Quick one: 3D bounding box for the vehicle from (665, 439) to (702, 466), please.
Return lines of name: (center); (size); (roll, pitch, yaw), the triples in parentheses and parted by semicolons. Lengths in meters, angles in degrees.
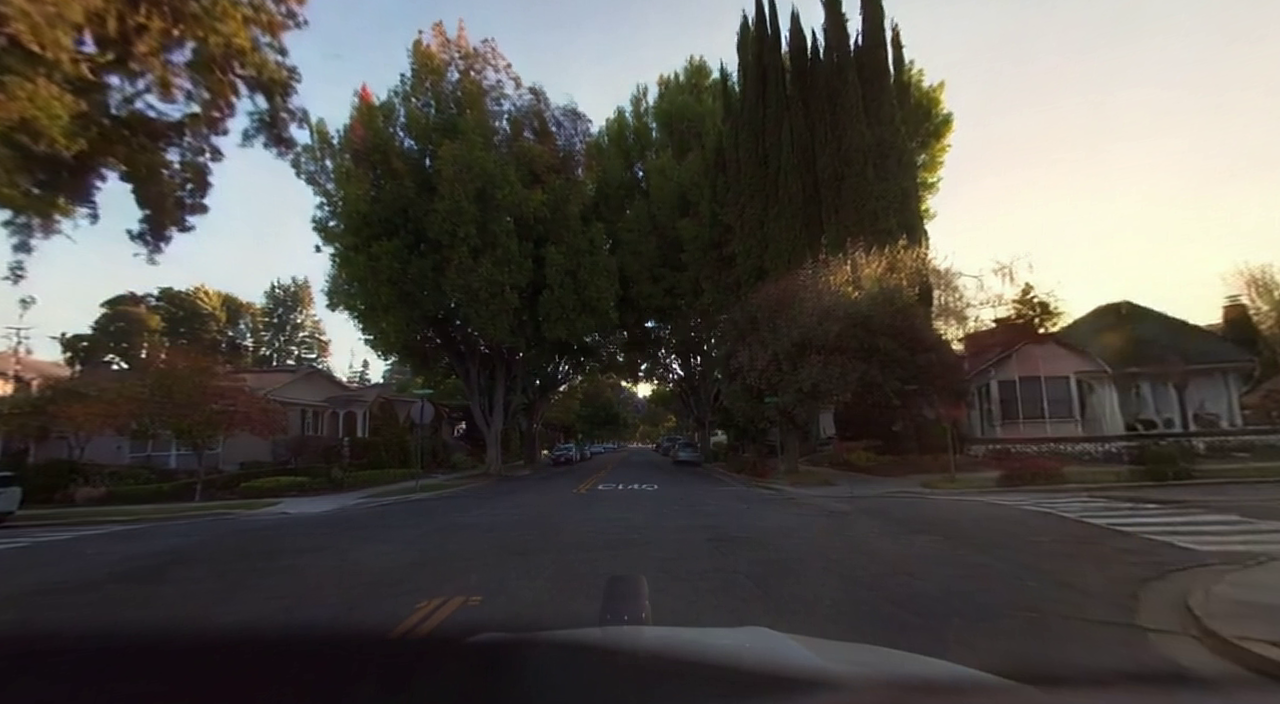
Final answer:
vehicle: (2.931, 6.887, 43.475); (2.220, 1.753, 3.862); (0, -8, 0)
